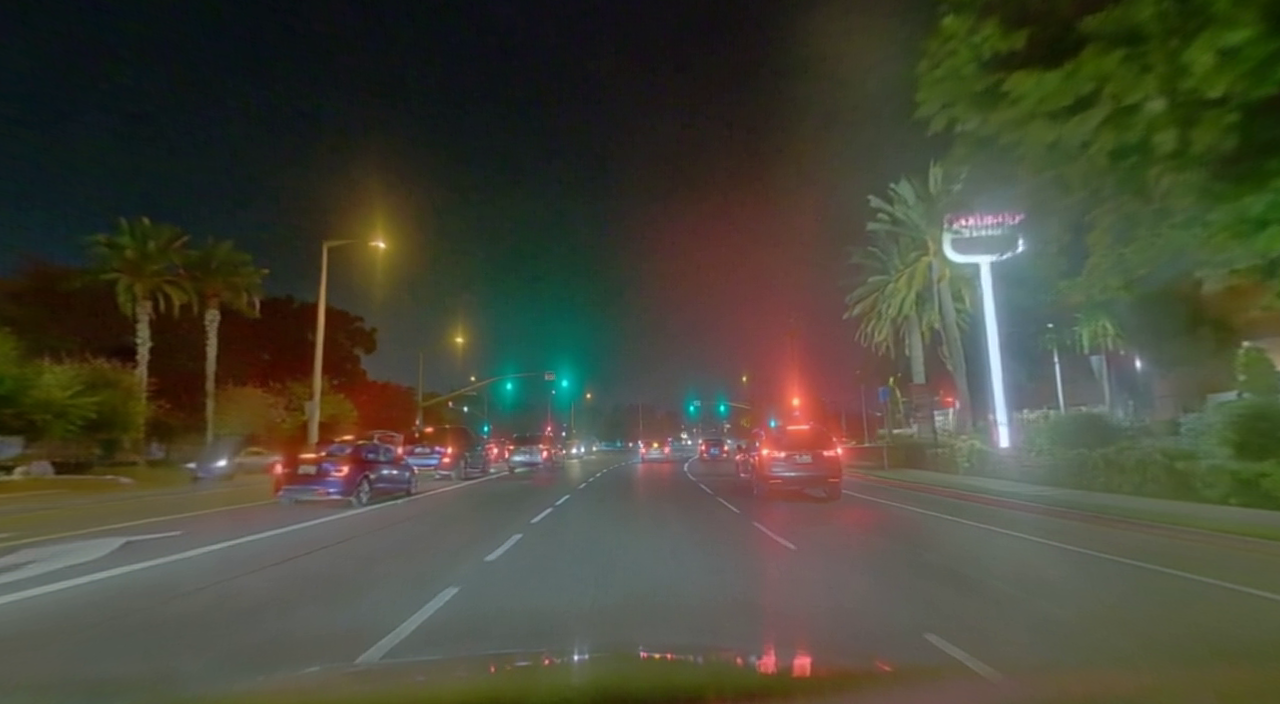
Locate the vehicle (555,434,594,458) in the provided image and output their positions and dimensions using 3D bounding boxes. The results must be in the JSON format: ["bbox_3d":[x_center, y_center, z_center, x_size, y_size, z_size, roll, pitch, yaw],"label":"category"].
[{"bbox_3d":[-4.793,6.997,46.907,2.041,1.660,4.371,-1,-8,6],"label":"vehicle"}]

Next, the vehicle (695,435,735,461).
[{"bbox_3d":[4.614,5.949,39.316,2.149,1.532,4.168,-1,-8,2],"label":"vehicle"}]

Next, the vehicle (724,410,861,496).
[{"bbox_3d":[3.798,2.653,16.911,2.267,1.931,5.145,0,-8,-1],"label":"vehicle"}]

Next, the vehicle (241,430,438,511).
[{"bbox_3d":[-6.385,2.564,14.257,1.935,1.483,4.973,0,-8,1],"label":"vehicle"}]

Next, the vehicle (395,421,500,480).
[{"bbox_3d":[-6.774,3.536,22.865,2.127,1.888,4.637,-1,-8,2],"label":"vehicle"}]

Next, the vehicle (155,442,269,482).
[{"bbox_3d":[-20.095,5.159,29.958,1.978,1.693,4.463,-1,-8,5],"label":"vehicle"}]

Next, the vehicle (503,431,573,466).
[{"bbox_3d":[-5.390,5.200,34.163,2.088,1.746,4.650,-2,-9,13],"label":"vehicle"}]

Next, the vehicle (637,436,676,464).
[{"bbox_3d":[0.991,5.478,35.468,2.057,1.492,3.825,-1,-8,4],"label":"vehicle"}]
